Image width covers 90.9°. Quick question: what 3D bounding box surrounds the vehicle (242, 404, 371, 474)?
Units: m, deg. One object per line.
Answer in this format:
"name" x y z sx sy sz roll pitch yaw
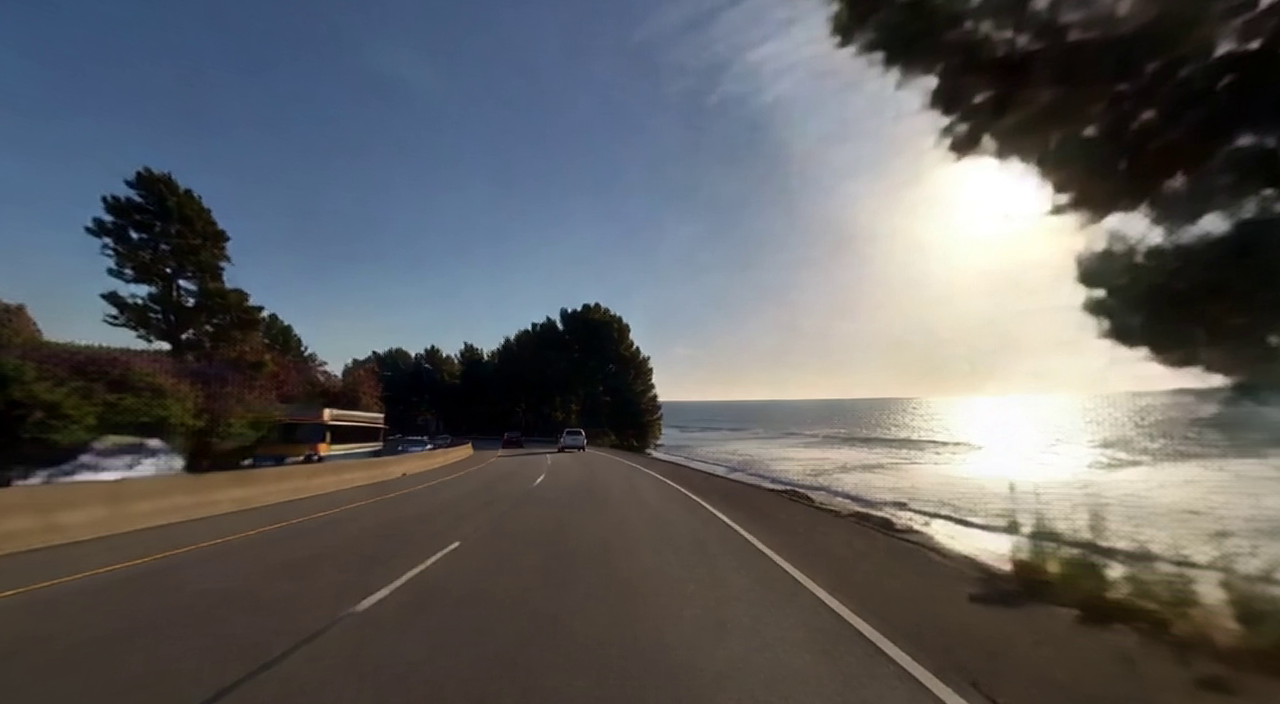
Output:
"vehicle" -16.738 4.521 32.495 2.876 3.122 8.556 1 -9 -7

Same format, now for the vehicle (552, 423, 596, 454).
"vehicle" -4.926 6.396 46.353 2.632 2.162 5.529 1 -9 -11

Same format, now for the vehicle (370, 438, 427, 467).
"vehicle" -13.373 5.597 35.240 1.987 1.473 4.367 1 -9 -8
